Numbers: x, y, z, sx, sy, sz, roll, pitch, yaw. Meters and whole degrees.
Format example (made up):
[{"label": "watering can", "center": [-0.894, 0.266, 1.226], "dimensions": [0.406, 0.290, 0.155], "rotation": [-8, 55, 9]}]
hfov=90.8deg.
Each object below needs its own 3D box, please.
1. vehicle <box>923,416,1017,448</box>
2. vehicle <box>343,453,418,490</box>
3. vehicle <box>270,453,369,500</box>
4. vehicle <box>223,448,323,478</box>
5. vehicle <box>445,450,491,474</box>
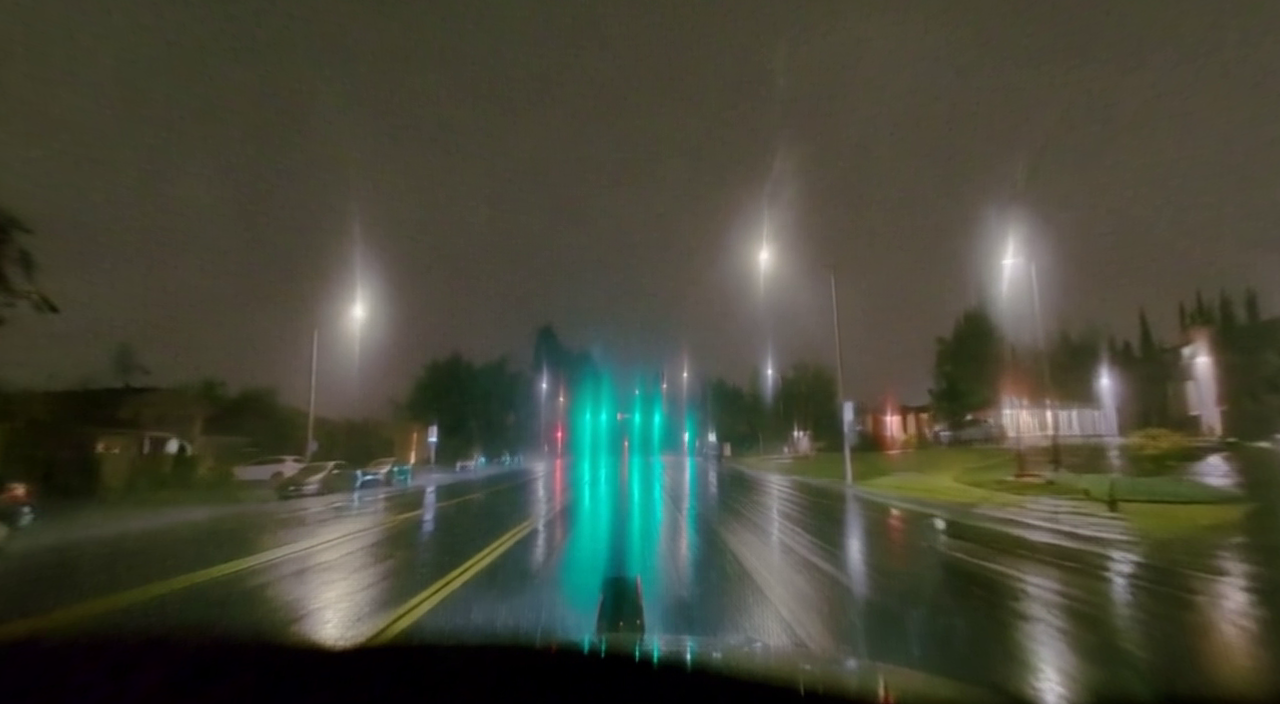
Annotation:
[{"label": "vehicle", "center": [17.501, 4.304, 33.643], "dimensions": [1.726, 1.620, 3.938], "rotation": [7, -11, -37]}, {"label": "vehicle", "center": [-12.699, 5.849, 31.192], "dimensions": [1.909, 1.477, 4.345], "rotation": [-3, -8, -1]}, {"label": "vehicle", "center": [-12.670, 4.908, 25.291], "dimensions": [1.828, 1.510, 4.149], "rotation": [-4, -8, 0]}, {"label": "vehicle", "center": [-20.927, 6.340, 36.150], "dimensions": [4.498, 1.623, 1.903], "rotation": [0, -9, 1]}, {"label": "vehicle", "center": [-12.580, 8.063, 46.584], "dimensions": [2.078, 1.618, 4.650], "rotation": [0, -8, 0]}]
